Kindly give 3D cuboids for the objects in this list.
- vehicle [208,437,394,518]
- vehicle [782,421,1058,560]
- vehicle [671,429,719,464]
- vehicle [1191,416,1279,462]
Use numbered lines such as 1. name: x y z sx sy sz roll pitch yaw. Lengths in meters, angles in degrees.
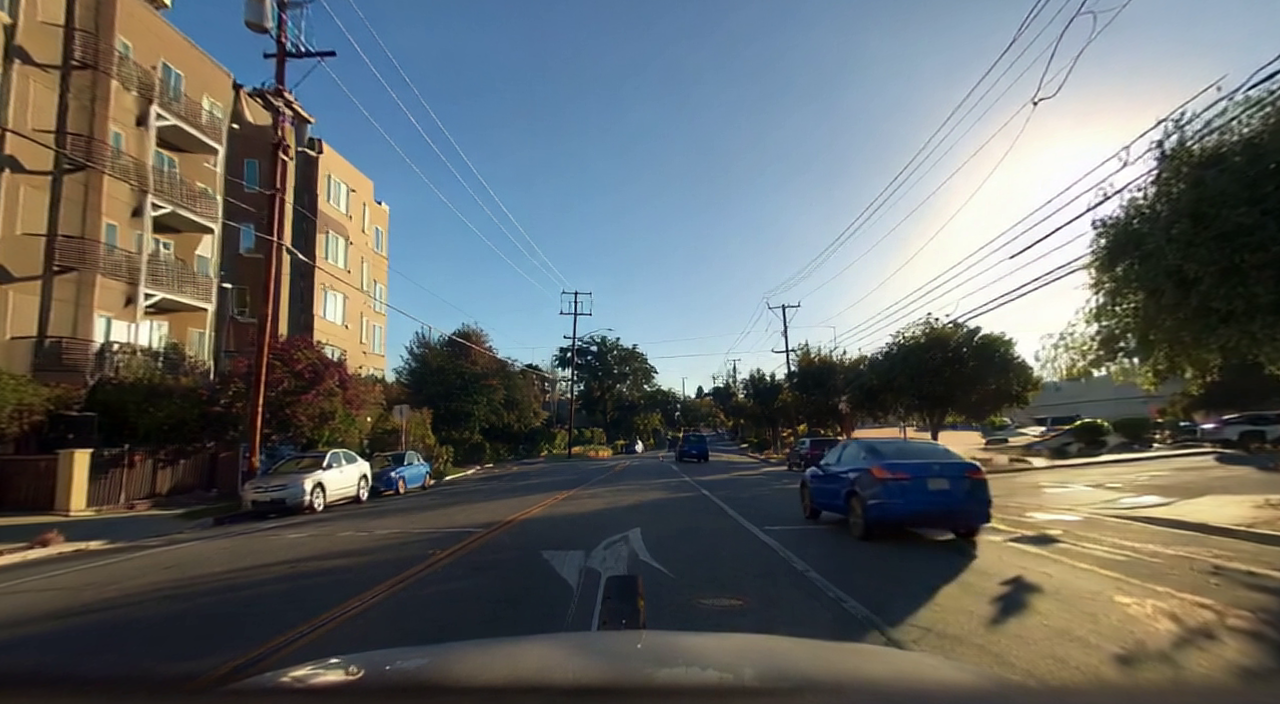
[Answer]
1. vehicle: -8.681 3.216 16.731 2.381 1.825 4.652 0 -8 -1
2. vehicle: 3.657 1.883 9.315 2.028 1.552 4.370 0 -8 -1
3. vehicle: 2.965 5.236 34.896 2.046 1.784 4.687 0 -8 -2
4. vehicle: 25.244 3.568 25.753 1.944 1.723 4.441 -2 -8 13
